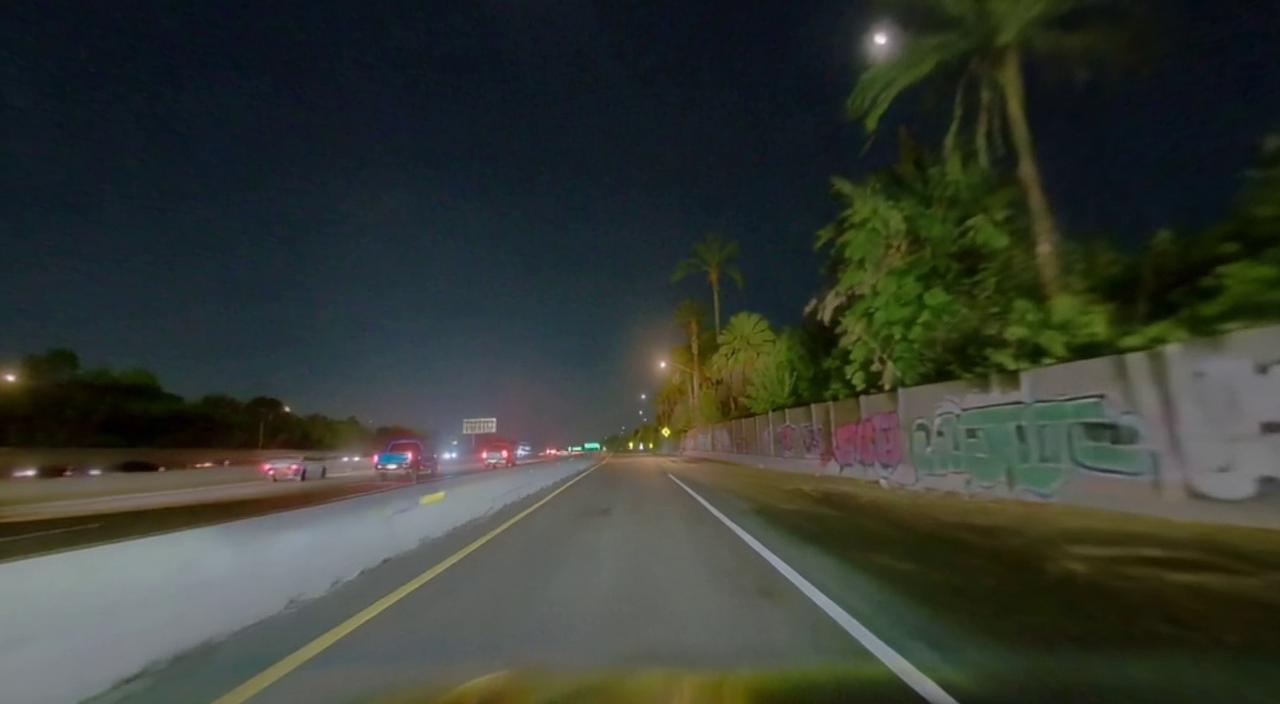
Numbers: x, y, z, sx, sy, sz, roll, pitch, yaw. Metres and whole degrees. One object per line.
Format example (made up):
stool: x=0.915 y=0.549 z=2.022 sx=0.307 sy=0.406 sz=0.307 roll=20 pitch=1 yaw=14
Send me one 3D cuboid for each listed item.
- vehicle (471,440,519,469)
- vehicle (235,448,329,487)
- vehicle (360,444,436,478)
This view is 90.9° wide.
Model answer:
vehicle: x=-10.859 y=7.697 z=47.646 sx=2.342 sy=1.999 sz=5.594 roll=0 pitch=-8 yaw=-1
vehicle: x=-18.323 y=5.880 z=32.596 sx=2.078 sy=1.802 sz=4.723 roll=0 pitch=-8 yaw=0
vehicle: x=-14.367 y=6.472 z=37.854 sx=2.272 sy=1.882 sz=5.941 roll=0 pitch=-8 yaw=-1
